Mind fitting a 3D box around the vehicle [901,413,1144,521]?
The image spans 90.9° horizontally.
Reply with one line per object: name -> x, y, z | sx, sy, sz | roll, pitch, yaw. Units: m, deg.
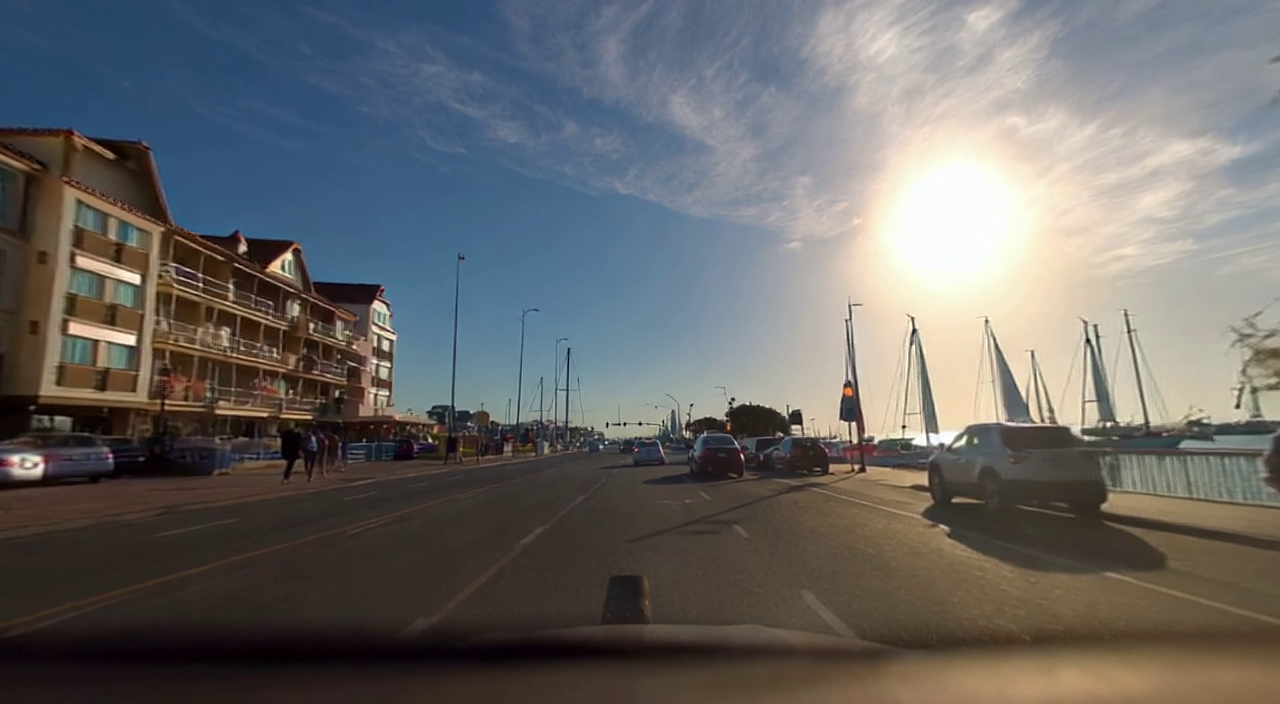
vehicle -> 7.837, 2.409, 13.752 | 2.056, 1.896, 5.062 | 0, -8, -1

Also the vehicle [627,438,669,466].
vehicle -> 0.474, 5.806, 36.719 | 2.284, 1.496, 3.949 | 0, -8, 1

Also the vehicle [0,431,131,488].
vehicle -> -18.073, 3.149, 18.715 | 1.840, 1.522, 4.695 | -1, -8, 3

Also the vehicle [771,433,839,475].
vehicle -> 7.885, 4.927, 30.621 | 1.969, 1.852, 4.514 | 0, -8, -1

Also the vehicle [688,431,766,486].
vehicle -> 2.768, 3.515, 21.049 | 2.047, 1.640, 4.051 | 0, -8, 0
